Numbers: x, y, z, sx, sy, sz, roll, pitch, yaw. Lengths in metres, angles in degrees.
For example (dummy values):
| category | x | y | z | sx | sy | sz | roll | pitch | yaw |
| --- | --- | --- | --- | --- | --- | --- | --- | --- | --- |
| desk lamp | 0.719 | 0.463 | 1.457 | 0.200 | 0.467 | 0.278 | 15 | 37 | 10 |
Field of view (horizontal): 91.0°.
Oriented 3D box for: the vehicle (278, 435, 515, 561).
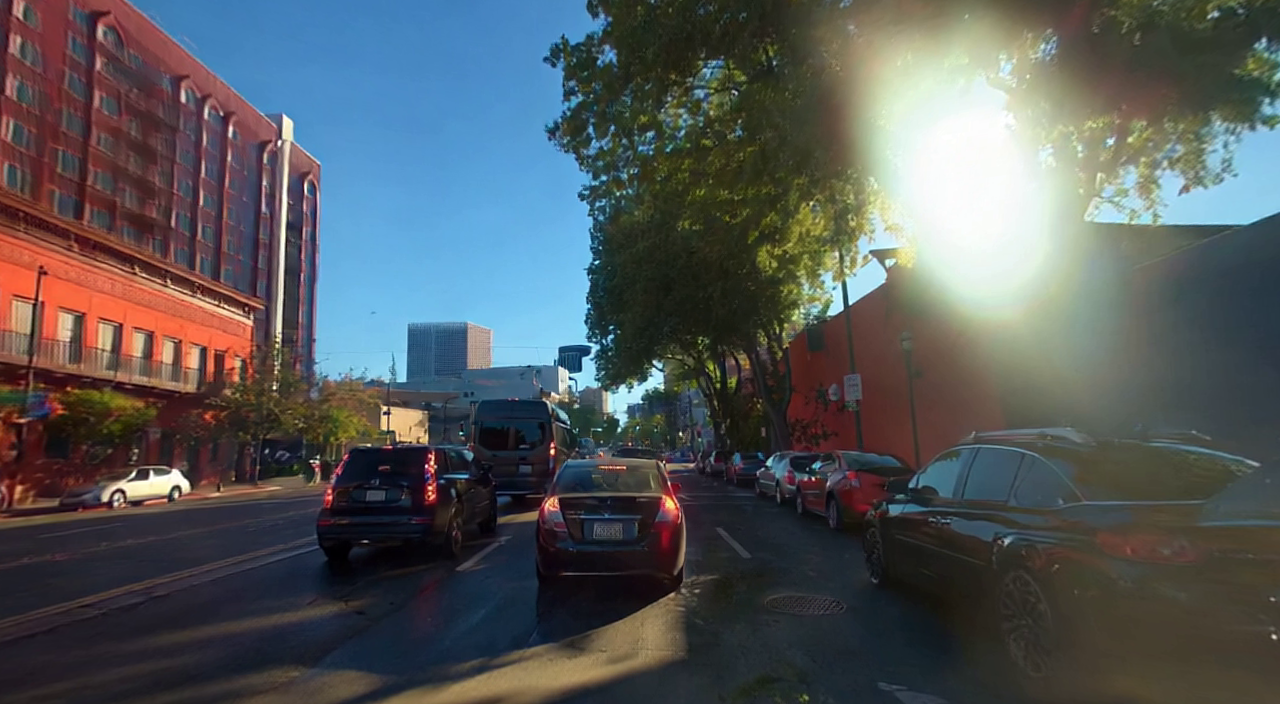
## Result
| category | x | y | z | sx | sy | sz | roll | pitch | yaw |
| --- | --- | --- | --- | --- | --- | --- | --- | --- | --- |
| vehicle | -3.517 | 2.181 | 10.200 | 1.995 | 1.554 | 4.426 | 0 | -9 | 1 |

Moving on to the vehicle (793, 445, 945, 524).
| category | x | y | z | sx | sy | sz | roll | pitch | yaw |
| --- | --- | --- | --- | --- | --- | --- | --- | --- | --- |
| vehicle | 4.902 | 2.864 | 14.176 | 1.832 | 1.491 | 4.054 | 1 | -9 | -1 |

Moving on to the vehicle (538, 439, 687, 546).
| category | x | y | z | sx | sy | sz | roll | pitch | yaw |
| --- | --- | --- | --- | --- | --- | --- | --- | --- | --- |
| vehicle | -0.393 | 2.348 | 11.231 | 2.152 | 1.518 | 4.113 | 0 | -9 | 0 |

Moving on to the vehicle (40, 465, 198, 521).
| category | x | y | z | sx | sy | sz | roll | pitch | yaw |
| --- | --- | --- | --- | --- | --- | --- | --- | --- | --- |
| vehicle | -17.878 | 4.800 | 21.933 | 1.802 | 1.609 | 4.284 | 0 | -9 | 0 |
